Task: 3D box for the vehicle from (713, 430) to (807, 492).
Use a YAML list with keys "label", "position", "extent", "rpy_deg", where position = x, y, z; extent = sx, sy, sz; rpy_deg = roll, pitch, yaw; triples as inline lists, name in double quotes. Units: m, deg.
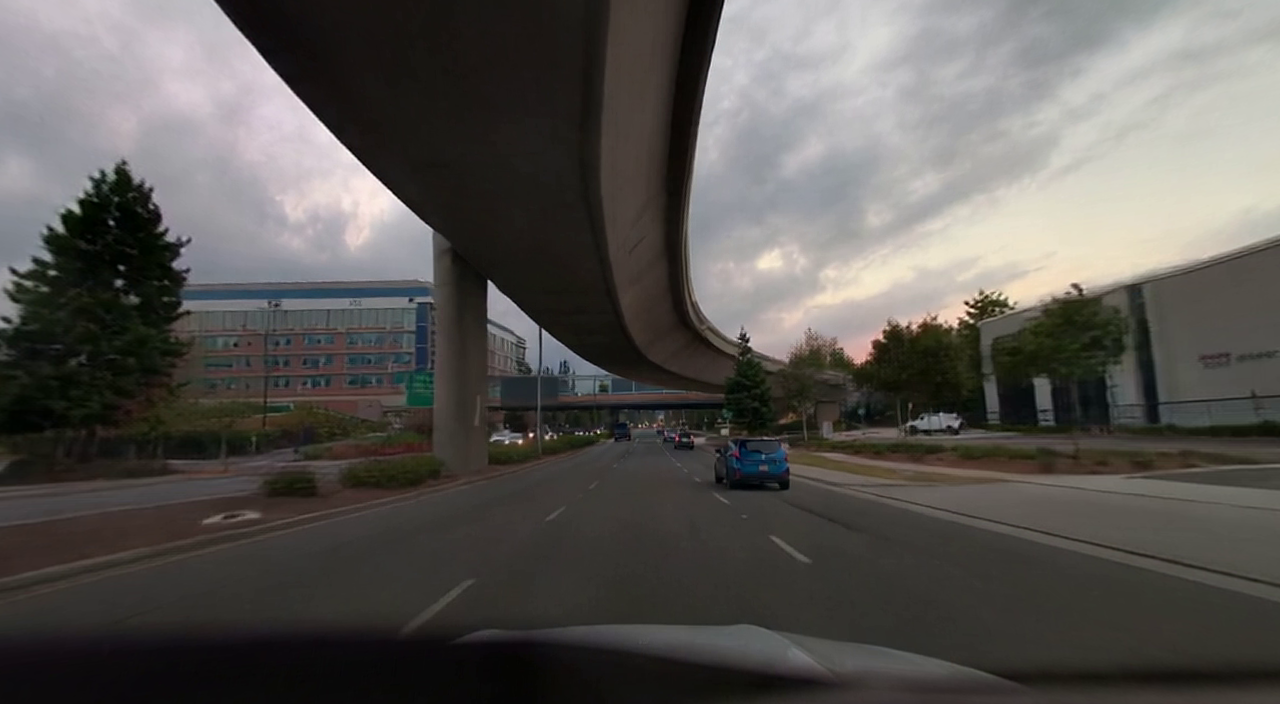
- label: "vehicle"
  position: [3.639, 3.406, 20.020]
  extent: [2.110, 1.712, 4.489]
  rpy_deg: [0, -9, 0]
